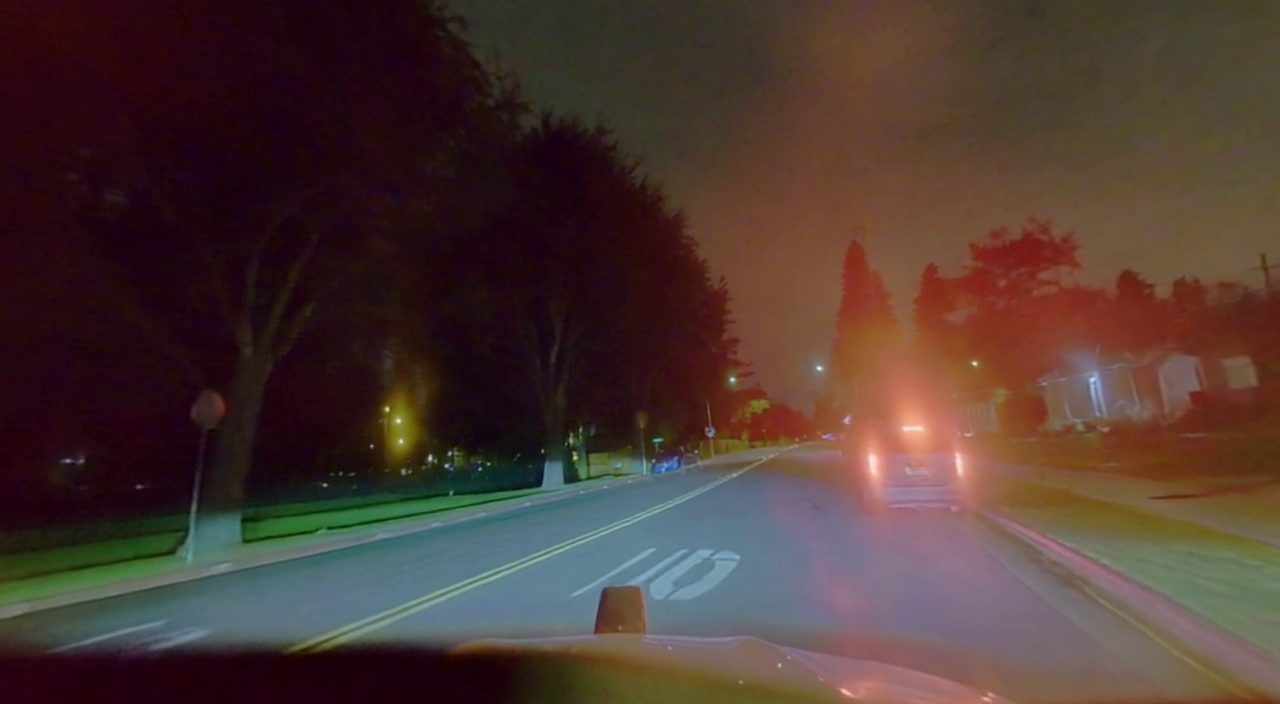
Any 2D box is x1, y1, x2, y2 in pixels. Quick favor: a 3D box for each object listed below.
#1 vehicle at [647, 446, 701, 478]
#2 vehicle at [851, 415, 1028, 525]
[{"bbox_3d":[2.031,6.231,35.754,2.033,1.456,4.370,-8,-9,14],"label":"vehicle"},{"bbox_3d":[5.370,2.122,11.969,2.242,1.661,4.273,-3,-8,15],"label":"vehicle"}]
